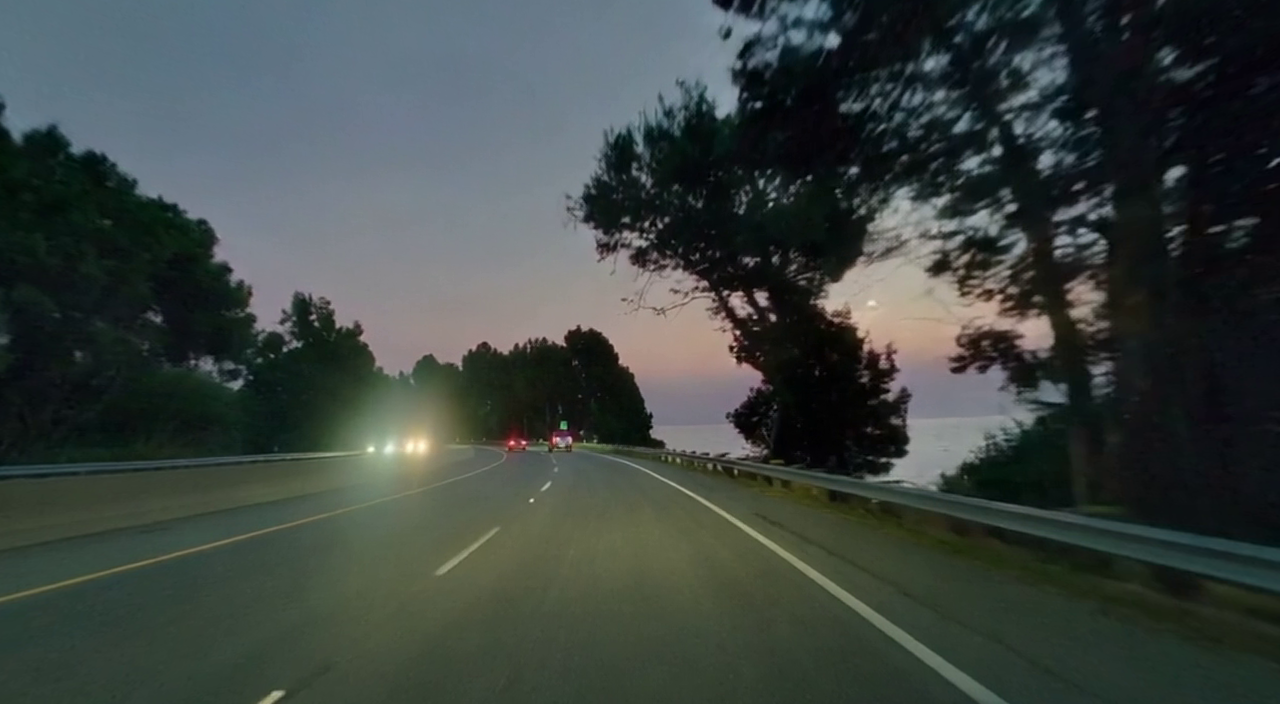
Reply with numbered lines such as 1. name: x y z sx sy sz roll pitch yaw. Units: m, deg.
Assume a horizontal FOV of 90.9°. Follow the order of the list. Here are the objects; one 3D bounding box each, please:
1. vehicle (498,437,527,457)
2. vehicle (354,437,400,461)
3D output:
1. vehicle: -10.012 7.466 49.421 2.065 1.466 4.281 2 -9 -13
2. vehicle: -19.976 7.384 48.098 2.331 1.704 4.213 2 -9 -11
